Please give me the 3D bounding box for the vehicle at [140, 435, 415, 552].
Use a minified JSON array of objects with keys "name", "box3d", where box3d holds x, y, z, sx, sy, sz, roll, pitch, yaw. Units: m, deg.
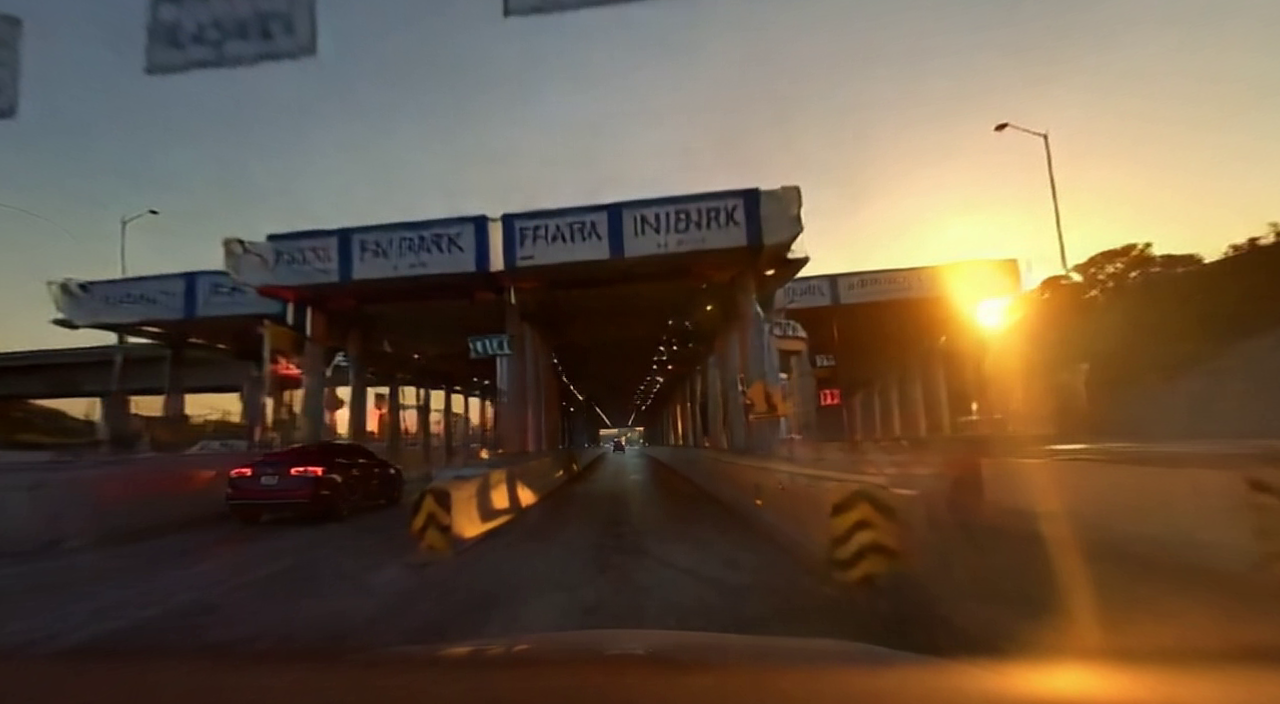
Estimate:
[{"name":"vehicle","box3d":[-5.477,2.144,10.393,1.981,1.465,4.334,-1,-8,-1]}]
